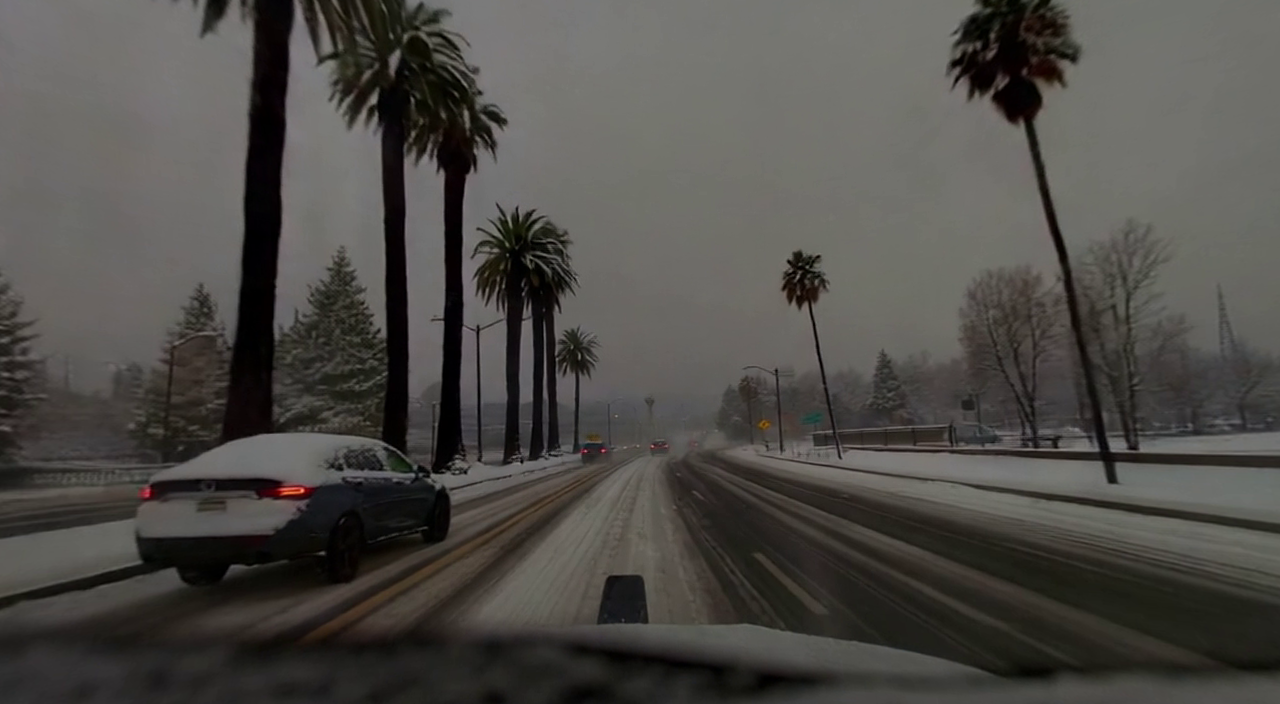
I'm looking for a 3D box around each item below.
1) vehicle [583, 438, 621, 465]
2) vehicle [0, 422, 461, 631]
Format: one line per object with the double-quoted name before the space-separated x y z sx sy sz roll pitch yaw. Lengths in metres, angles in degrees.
"vehicle" -2.767 7.316 46.311 2.188 1.819 4.667 -1 -8 4
"vehicle" -3.754 1.604 6.945 2.036 1.478 4.771 0 -8 1
